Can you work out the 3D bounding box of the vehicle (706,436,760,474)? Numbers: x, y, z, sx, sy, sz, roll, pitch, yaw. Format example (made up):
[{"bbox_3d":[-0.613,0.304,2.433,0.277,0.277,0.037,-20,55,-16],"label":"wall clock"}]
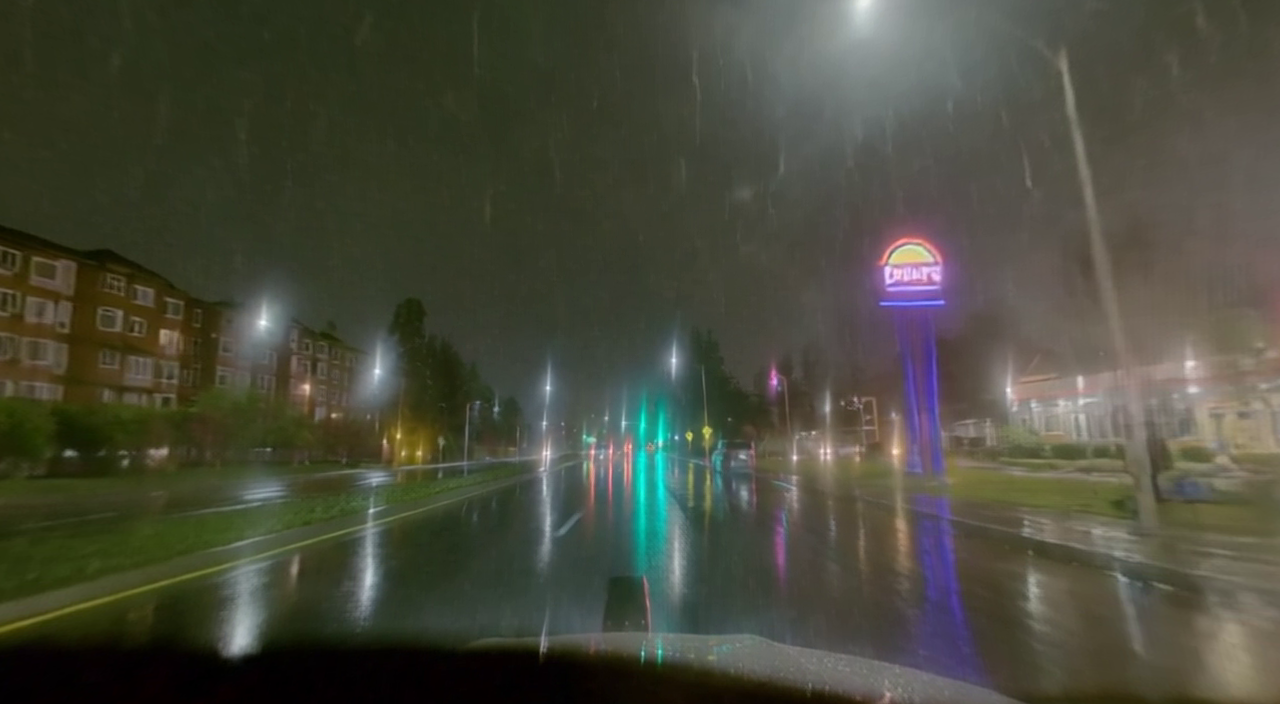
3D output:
[{"bbox_3d":[4.588,5.134,31.697,2.067,1.755,4.616,0,-8,1],"label":"vehicle"}]

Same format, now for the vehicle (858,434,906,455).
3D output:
[{"bbox_3d":[17.850,6.879,46.717,1.953,1.488,4.129,0,-8,1],"label":"vehicle"}]

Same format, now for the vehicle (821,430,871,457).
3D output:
[{"bbox_3d":[15.061,6.725,46.327,2.202,1.822,4.978,-1,-8,3],"label":"vehicle"}]

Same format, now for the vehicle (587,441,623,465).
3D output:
[{"bbox_3d":[-2.353,6.983,43.650,2.176,1.543,4.335,0,-8,1],"label":"vehicle"}]
